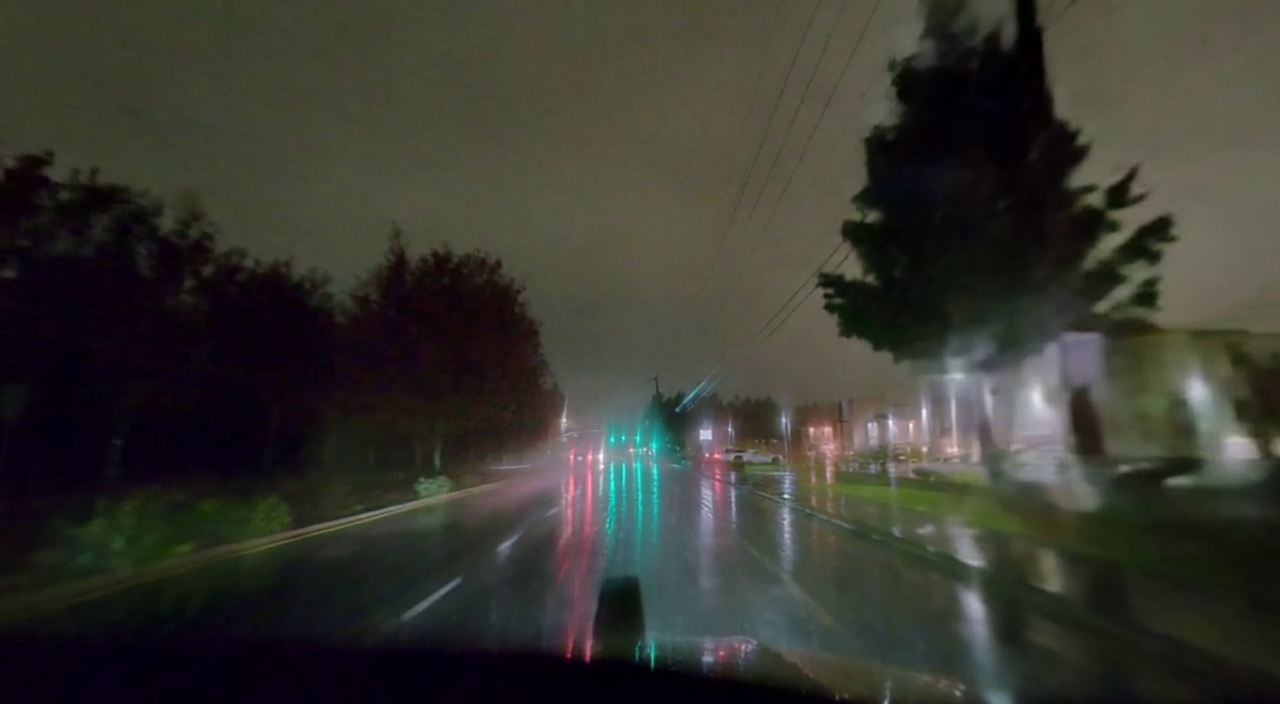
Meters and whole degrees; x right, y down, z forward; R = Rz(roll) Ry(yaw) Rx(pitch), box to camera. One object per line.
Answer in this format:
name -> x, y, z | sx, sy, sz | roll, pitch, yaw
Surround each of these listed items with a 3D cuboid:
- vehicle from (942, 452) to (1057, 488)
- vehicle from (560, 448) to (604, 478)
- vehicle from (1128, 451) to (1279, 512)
vehicle -> 16.270, 5.316, 28.680 | 4.226, 1.499, 1.943 | 2, -9, -12
vehicle -> -3.203, 6.202, 35.562 | 2.030, 1.550, 3.925 | 0, -9, 1
vehicle -> 16.906, 3.663, 18.195 | 4.182, 1.561, 2.000 | 1, -9, -8
